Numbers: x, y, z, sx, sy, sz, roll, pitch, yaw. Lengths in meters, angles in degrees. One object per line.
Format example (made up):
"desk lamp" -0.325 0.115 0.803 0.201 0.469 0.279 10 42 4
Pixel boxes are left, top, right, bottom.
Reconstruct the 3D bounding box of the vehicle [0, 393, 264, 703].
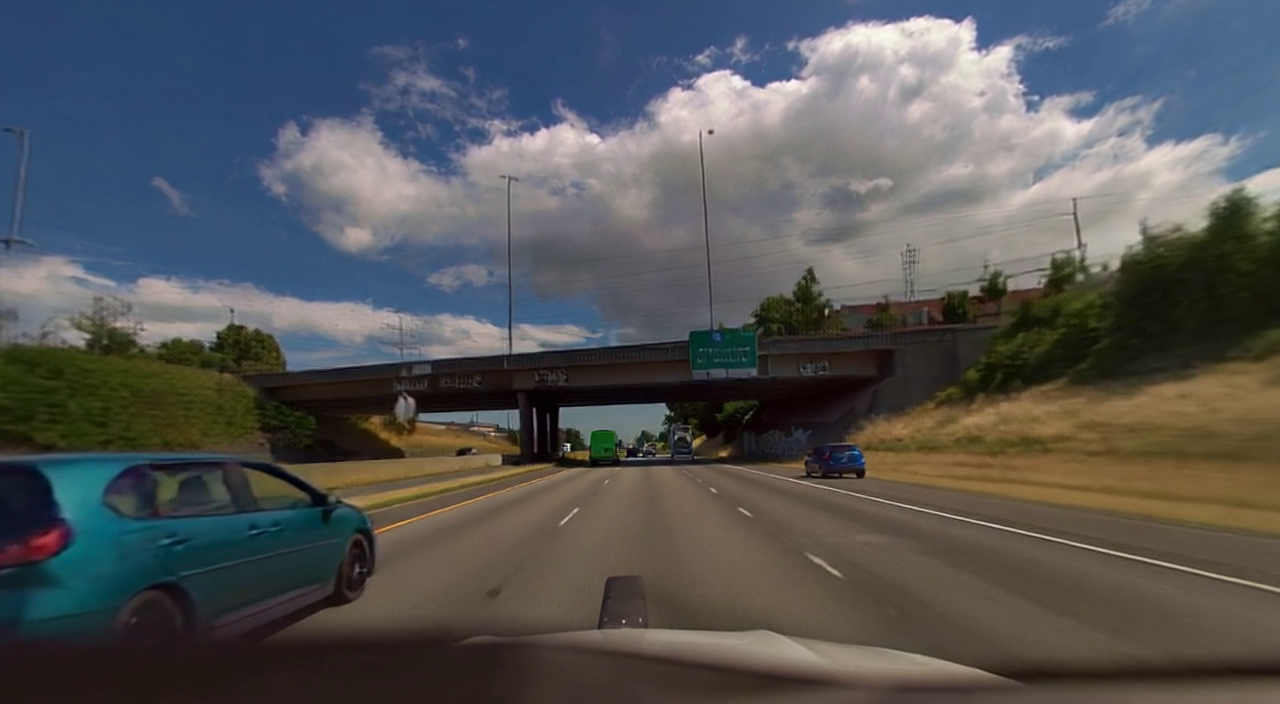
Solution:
"vehicle" -3.166 0.725 1.115 2.029 1.472 4.721 0 -9 1

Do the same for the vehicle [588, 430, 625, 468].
"vehicle" -2.378 7.152 46.420 2.451 2.627 5.868 0 -9 0

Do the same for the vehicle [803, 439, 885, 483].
"vehicle" 8.360 4.512 26.212 1.936 1.664 4.198 0 -9 -1
